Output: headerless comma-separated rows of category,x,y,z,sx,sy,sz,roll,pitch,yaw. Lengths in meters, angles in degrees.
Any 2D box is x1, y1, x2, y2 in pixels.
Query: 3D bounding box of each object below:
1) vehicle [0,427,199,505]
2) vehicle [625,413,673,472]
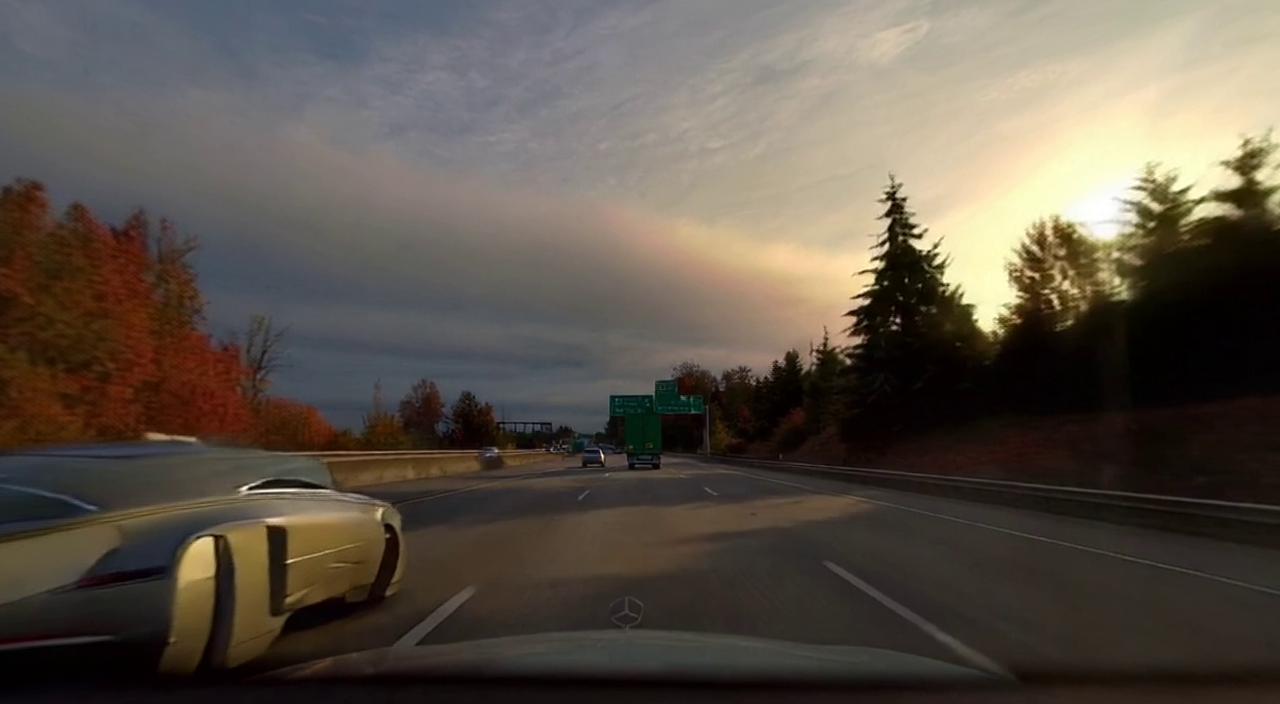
vehicle,-12.477,2.533,14.299,2.104,1.492,3.856,0,-9,0
vehicle,0.457,6.362,44.024,2.893,3.628,9.081,0,-9,-2
